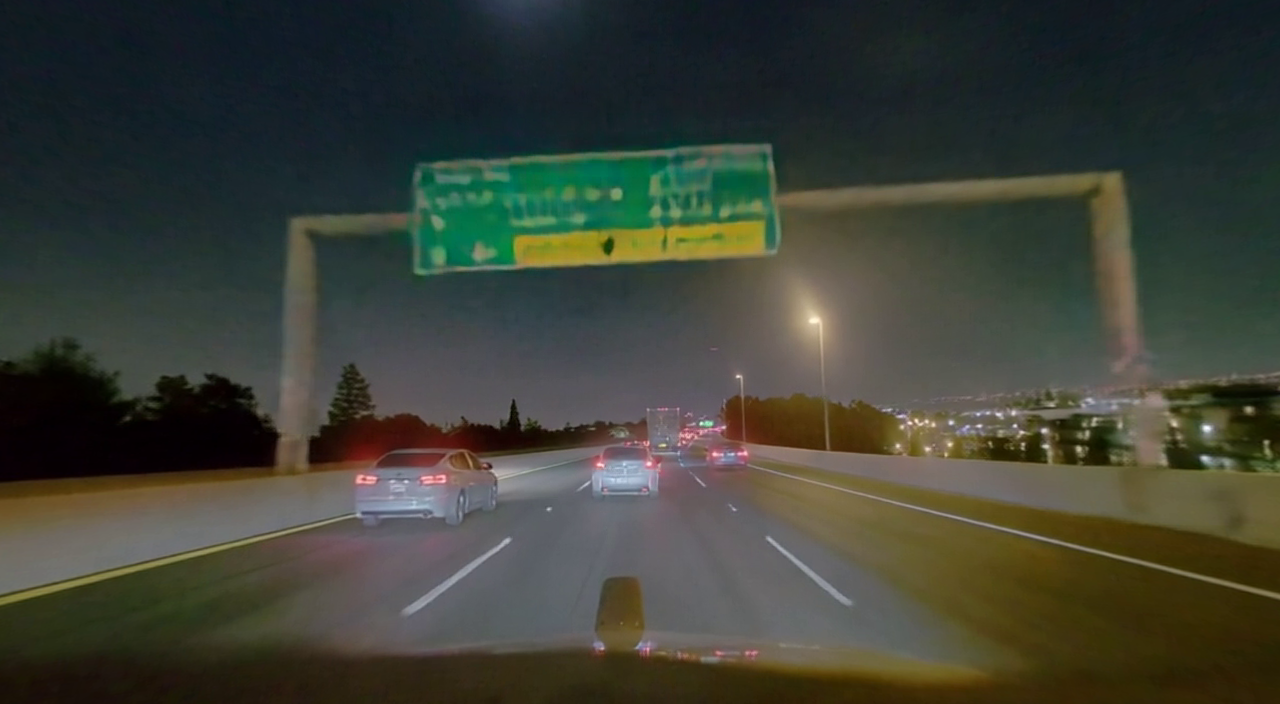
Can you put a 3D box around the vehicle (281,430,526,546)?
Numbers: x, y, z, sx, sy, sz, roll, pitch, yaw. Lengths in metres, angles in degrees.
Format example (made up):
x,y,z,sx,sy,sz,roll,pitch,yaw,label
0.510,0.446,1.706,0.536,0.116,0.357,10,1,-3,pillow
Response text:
x,y,z,sx,sy,sz,roll,pitch,yaw,label
-3.527,2.151,10.753,2.130,1.474,5.027,-1,-9,1,vehicle

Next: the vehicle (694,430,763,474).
x,y,z,sx,sy,sz,roll,pitch,yaw,label
3.595,4.211,26.651,2.166,1.666,4.618,0,-9,-1,vehicle

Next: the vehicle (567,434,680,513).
x,y,z,sx,sy,sz,roll,pitch,yaw,label
-0.287,2.598,13.966,2.136,1.470,3.971,0,-9,1,vehicle
